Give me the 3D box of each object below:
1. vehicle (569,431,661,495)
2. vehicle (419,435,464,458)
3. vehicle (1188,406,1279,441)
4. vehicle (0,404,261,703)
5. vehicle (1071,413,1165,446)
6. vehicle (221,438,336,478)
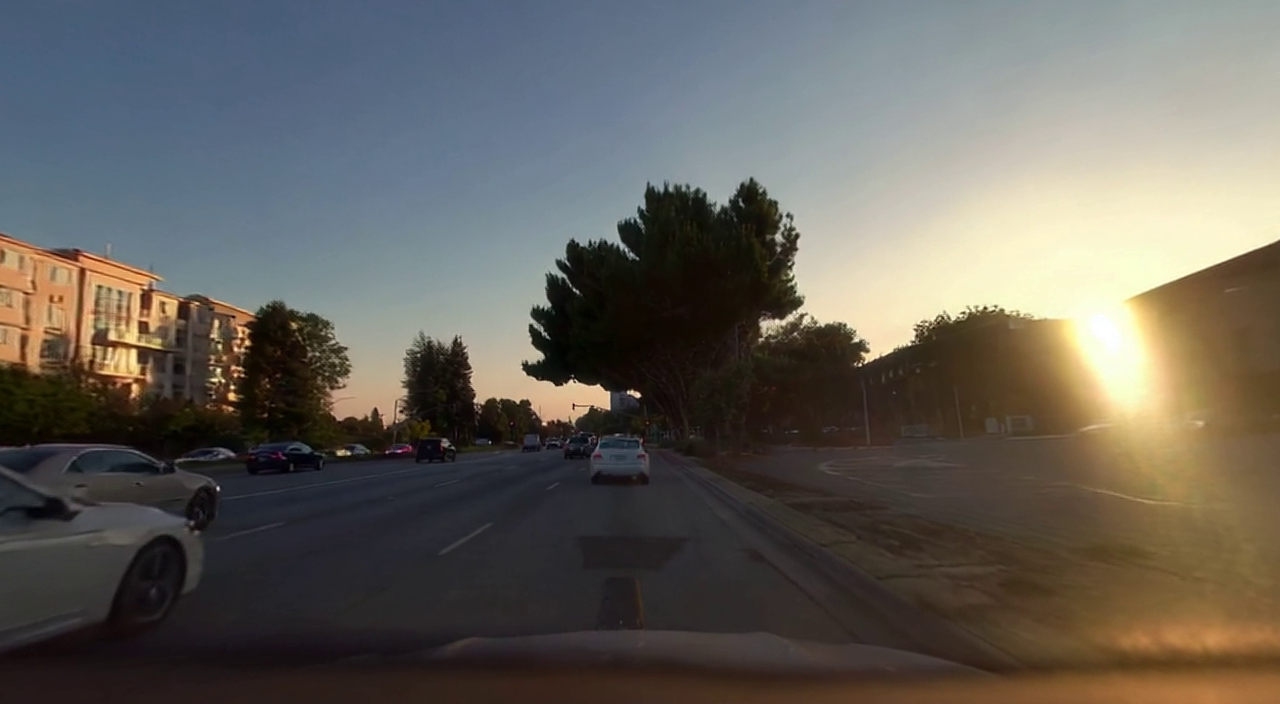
[{"bbox_3d":[-0.623,2.882,16.764,2.099,1.469,4.389,0,-8,-1],"label":"vehicle"},{"bbox_3d":[-15.248,7.312,48.819,2.064,1.686,4.380,0,-8,0],"label":"vehicle"},{"bbox_3d":[26.566,3.139,27.722,3.512,1.415,1.722,0,-9,-5],"label":"vehicle"},{"bbox_3d":[-4.142,0.977,2.805,2.032,1.515,4.641,0,-8,0],"label":"vehicle"},{"bbox_3d":[24.810,4.040,32.837,3.437,1.408,1.759,-3,-9,-5],"label":"vehicle"},{"bbox_3d":[-14.562,4.287,25.807,2.024,1.484,4.592,0,-8,-1],"label":"vehicle"}]
